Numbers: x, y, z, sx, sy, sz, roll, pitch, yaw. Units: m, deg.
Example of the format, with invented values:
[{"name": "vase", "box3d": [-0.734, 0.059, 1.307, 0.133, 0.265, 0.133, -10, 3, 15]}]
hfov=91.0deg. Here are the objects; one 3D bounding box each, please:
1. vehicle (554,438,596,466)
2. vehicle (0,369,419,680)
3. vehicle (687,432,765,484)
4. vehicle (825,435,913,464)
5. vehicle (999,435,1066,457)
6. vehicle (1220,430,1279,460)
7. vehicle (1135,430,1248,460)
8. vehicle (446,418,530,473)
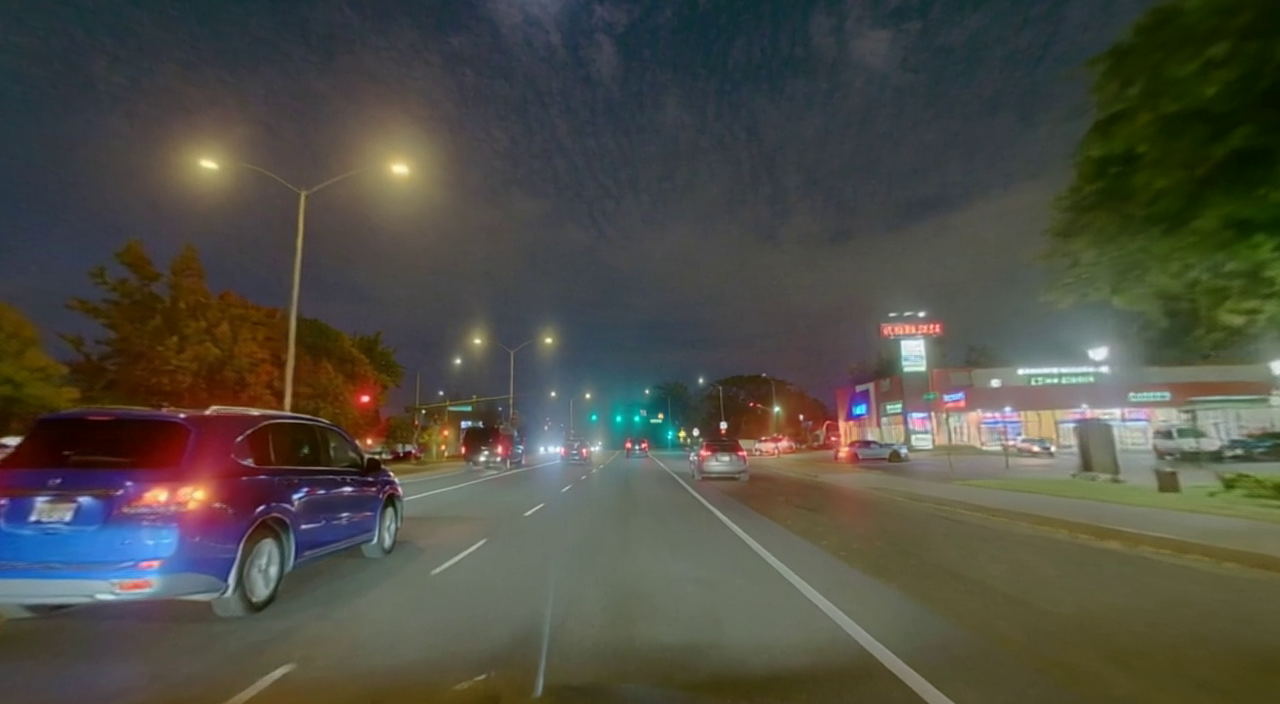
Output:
[{"name": "vehicle", "box3d": [-4.075, 6.412, 40.445, 2.133, 1.677, 4.727, 0, -9, 1]}, {"name": "vehicle", "box3d": [-3.818, 1.285, 5.771, 2.038, 1.748, 4.303, 0, -9, -1]}, {"name": "vehicle", "box3d": [3.161, 4.031, 24.224, 2.167, 1.792, 4.835, 0, -9, -2]}, {"name": "vehicle", "box3d": [14.418, 6.176, 39.766, 4.626, 1.562, 2.159, -2, -8, -2]}, {"name": "vehicle", "box3d": [27.714, 6.691, 44.638, 1.768, 1.460, 4.677, 0, -9, 0]}, {"name": "vehicle", "box3d": [33.237, 4.866, 32.795, 1.817, 1.503, 4.238, 0, -9, -1]}, {"name": "vehicle", "box3d": [28.093, 4.769, 32.256, 1.760, 1.431, 4.343, 0, -9, -2]}, {"name": "vehicle", "box3d": [-7.743, 4.884, 32.892, 2.863, 2.592, 6.410, 0, -9, -1]}]
